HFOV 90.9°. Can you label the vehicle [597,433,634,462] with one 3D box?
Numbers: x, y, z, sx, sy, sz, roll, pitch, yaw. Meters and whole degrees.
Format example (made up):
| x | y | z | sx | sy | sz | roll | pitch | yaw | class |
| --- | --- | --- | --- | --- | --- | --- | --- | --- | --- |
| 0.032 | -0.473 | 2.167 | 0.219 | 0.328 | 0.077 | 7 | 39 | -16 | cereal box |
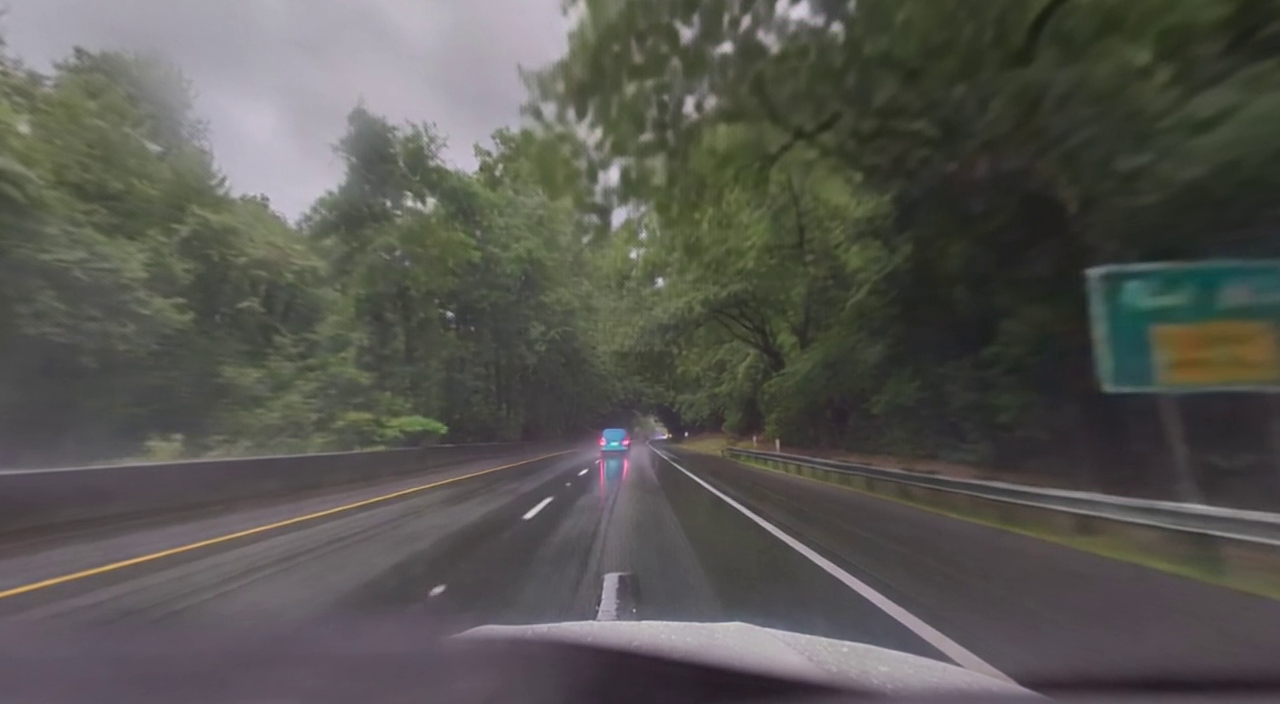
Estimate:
| x | y | z | sx | sy | sz | roll | pitch | yaw | class |
| --- | --- | --- | --- | --- | --- | --- | --- | --- | --- |
| -1.409 | 5.816 | 38.555 | 2.094 | 1.653 | 4.283 | 0 | -8 | 0 | vehicle |
